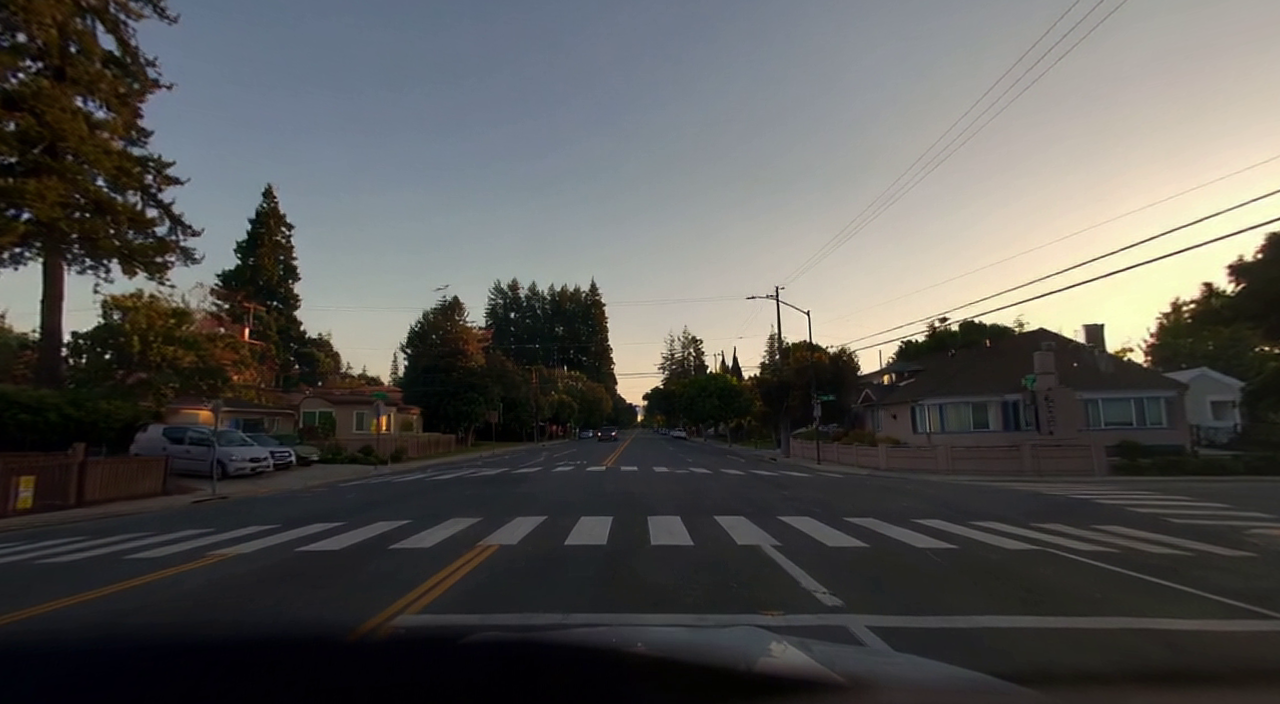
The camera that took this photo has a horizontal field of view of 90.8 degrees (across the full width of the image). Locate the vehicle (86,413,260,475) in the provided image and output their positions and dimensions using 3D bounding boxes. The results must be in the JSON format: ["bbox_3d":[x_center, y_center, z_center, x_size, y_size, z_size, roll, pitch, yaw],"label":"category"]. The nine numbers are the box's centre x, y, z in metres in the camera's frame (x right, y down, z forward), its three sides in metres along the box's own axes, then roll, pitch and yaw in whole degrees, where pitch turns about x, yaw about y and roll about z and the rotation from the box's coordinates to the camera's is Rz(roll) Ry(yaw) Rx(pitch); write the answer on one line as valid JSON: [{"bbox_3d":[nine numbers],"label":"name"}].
[{"bbox_3d":[-17.942,3.557,24.511,4.800,2.259,2.303,0,-9,0],"label":"vehicle"}]

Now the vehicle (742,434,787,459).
[{"bbox_3d":[8.008,6.129,40.954,2.029,1.554,4.705,0,-9,1],"label":"vehicle"}]

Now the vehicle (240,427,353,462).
[{"bbox_3d":[-17.958,4.869,33.181,4.743,1.734,1.994,0,-9,0],"label":"vehicle"}]
